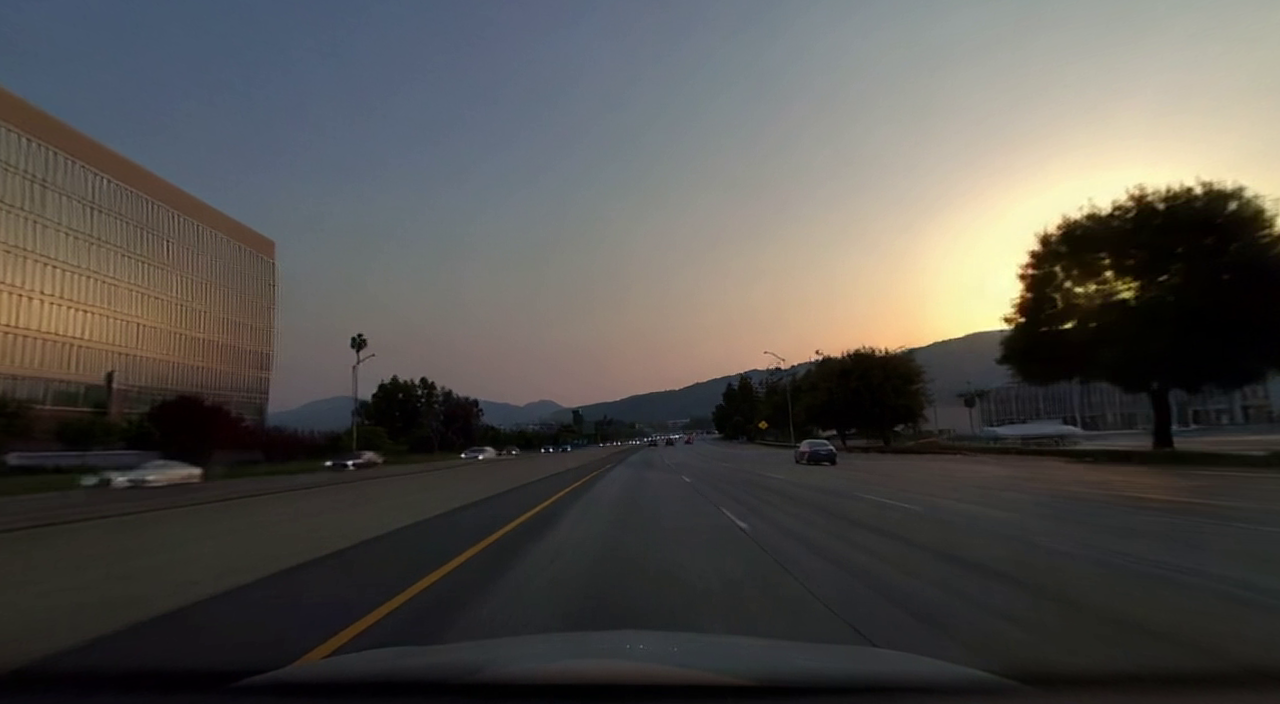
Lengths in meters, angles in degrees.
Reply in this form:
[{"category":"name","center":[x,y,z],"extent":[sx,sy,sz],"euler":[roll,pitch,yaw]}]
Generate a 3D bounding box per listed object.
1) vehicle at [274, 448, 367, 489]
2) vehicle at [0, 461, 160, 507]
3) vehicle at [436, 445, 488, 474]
[{"category":"vehicle","center":[-14.345,5.216,28.638],"extent":[1.900,1.675,4.302],"euler":[0,-8,1]},{"category":"vehicle","center":[-21.760,5.114,24.835],"extent":[1.920,1.486,4.746],"euler":[0,-8,1]},{"category":"vehicle","center":[-10.413,6.297,37.216],"extent":[1.853,1.614,4.047],"euler":[0,-8,1]}]
